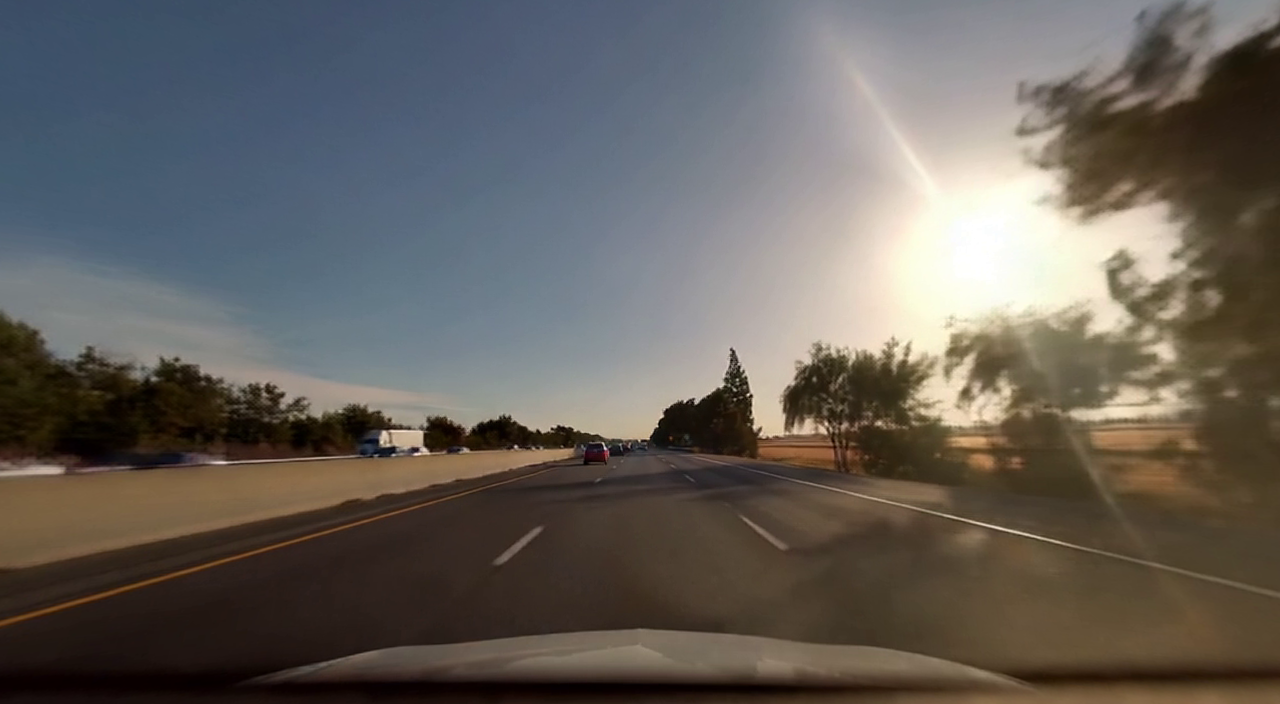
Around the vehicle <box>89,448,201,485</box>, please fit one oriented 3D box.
[{"bbox_3d":[-24.561,5.666,31.503,1.918,1.688,4.470,0,-9,0],"label":"vehicle"}]

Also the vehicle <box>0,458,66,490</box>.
[{"bbox_3d":[-32.489,6.216,32.155,1.870,1.539,4.637,0,-9,1],"label":"vehicle"}]
